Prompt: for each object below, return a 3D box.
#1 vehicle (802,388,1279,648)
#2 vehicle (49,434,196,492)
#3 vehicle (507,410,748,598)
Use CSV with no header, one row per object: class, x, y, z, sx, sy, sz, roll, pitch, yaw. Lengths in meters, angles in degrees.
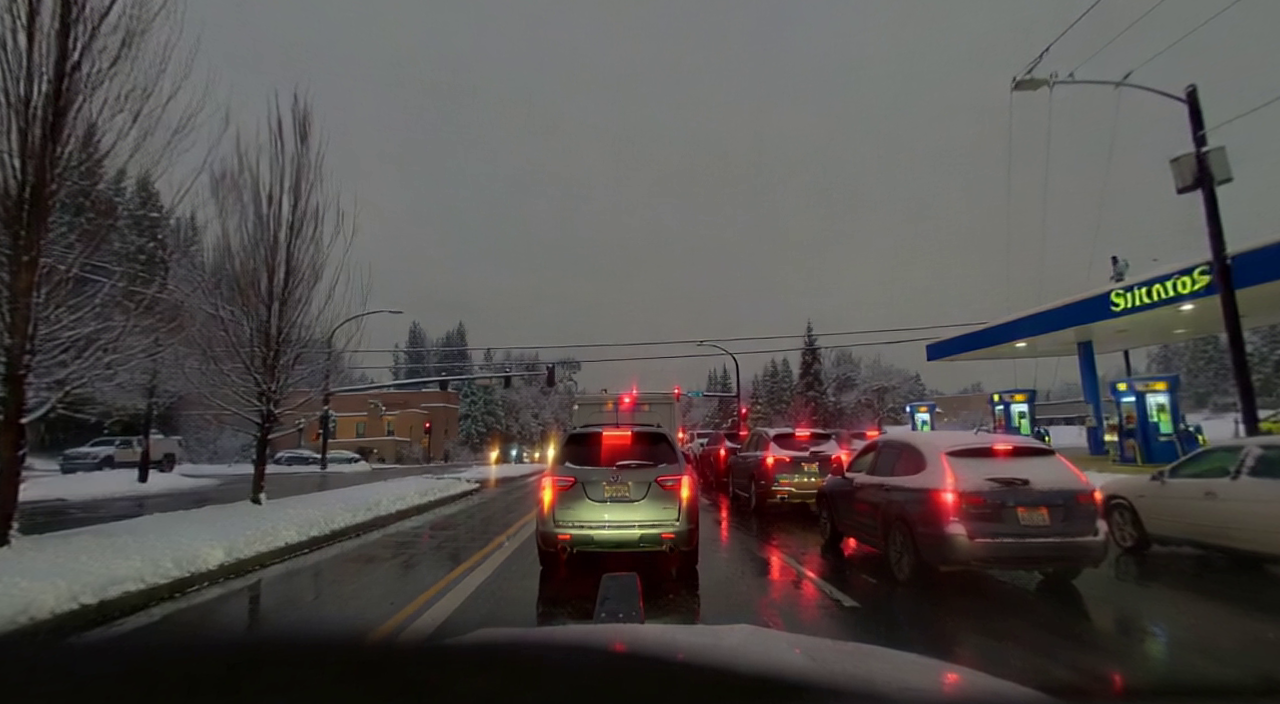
vehicle,3.365,1.419,6.471,2.056,1.700,4.399,0,-9,-3
vehicle,-26.940,5.768,33.300,2.571,2.711,6.027,0,-9,0
vehicle,-0.147,1.611,7.462,2.106,1.613,3.697,0,-9,-1
